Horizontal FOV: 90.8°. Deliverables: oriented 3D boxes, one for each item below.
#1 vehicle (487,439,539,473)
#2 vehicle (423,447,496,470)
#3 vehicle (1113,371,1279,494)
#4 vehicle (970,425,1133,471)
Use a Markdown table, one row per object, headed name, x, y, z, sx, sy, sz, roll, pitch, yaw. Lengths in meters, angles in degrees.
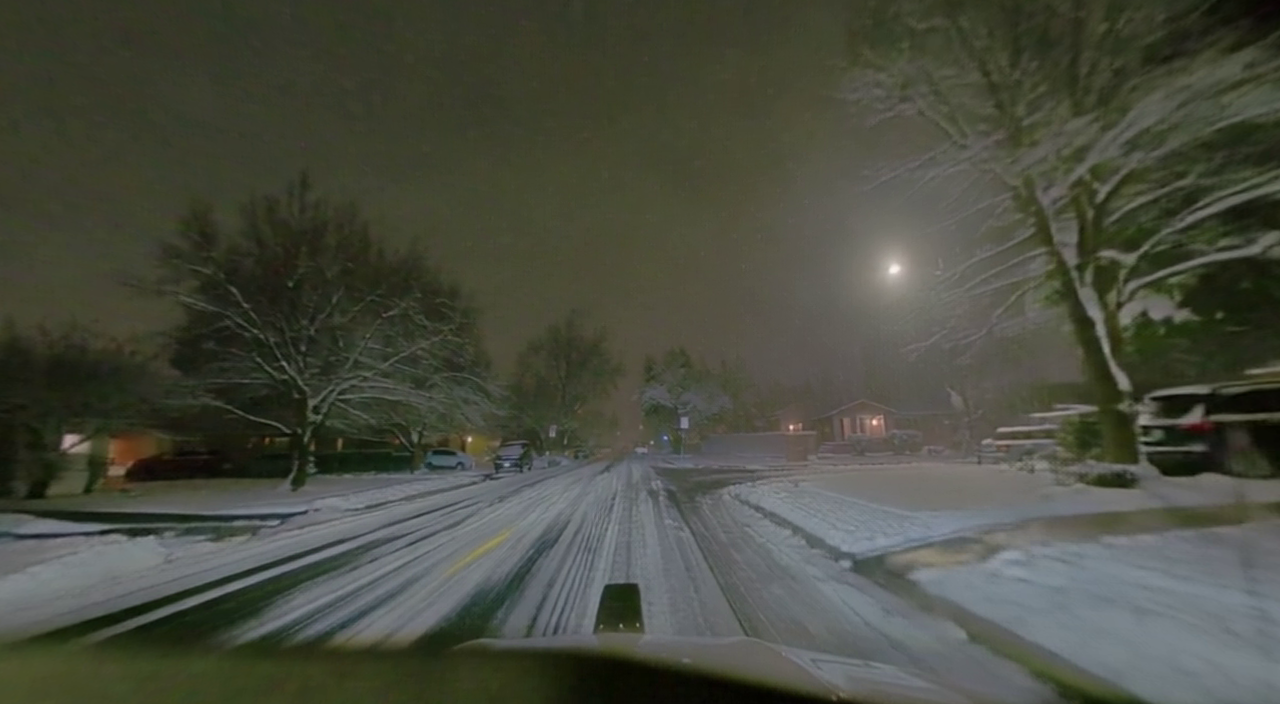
| name | x | y | z | sx | sy | sz | roll | pitch | yaw |
| --- | --- | --- | --- | --- | --- | --- | --- | --- | --- |
| vehicle | -7.765 | 6.438 | 39.008 | 2.091 | 1.912 | 4.598 | 0 | -10 | 2 |
| vehicle | -12.691 | 7.486 | 44.596 | 4.538 | 1.578 | 2.000 | 0 | -8 | 1 |
| vehicle | 12.170 | 1.480 | 11.626 | 5.367 | 1.953 | 2.257 | 1 | -8 | -9 |
| vehicle | 13.583 | 3.207 | 21.066 | 4.086 | 1.450 | 1.830 | -1 | -8 | 3 |
